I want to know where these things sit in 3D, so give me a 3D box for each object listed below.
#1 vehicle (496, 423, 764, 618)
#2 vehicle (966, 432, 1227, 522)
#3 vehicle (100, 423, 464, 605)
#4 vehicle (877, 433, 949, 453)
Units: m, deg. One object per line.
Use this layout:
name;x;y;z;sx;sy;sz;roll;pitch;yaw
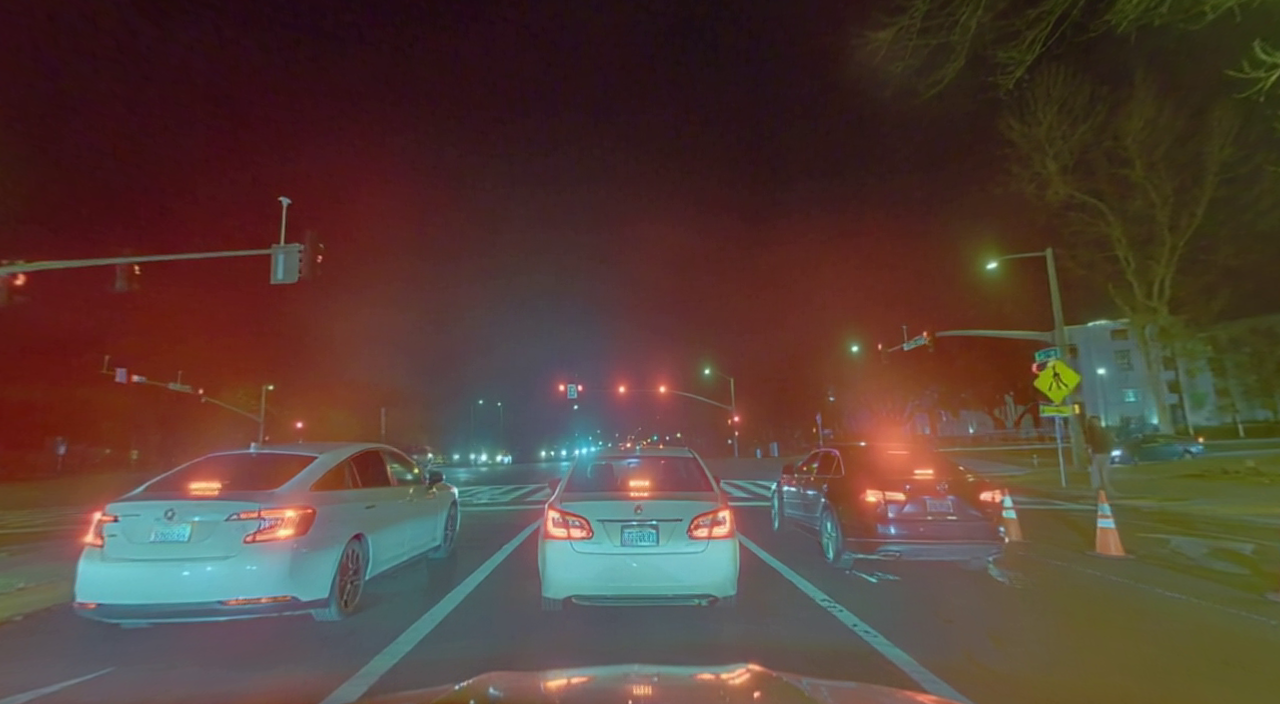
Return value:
vehicle;-0.120;1.625;7.090;2.061;1.486;4.332;0;-8;-1
vehicle;9.370;2.578;13.597;1.957;1.576;4.670;0;-8;-3
vehicle;-3.604;1.674;7.388;1.863;1.526;4.006;0;-8;1
vehicle;21.616;7.219;49.895;4.827;1.484;1.883;0;-9;1
